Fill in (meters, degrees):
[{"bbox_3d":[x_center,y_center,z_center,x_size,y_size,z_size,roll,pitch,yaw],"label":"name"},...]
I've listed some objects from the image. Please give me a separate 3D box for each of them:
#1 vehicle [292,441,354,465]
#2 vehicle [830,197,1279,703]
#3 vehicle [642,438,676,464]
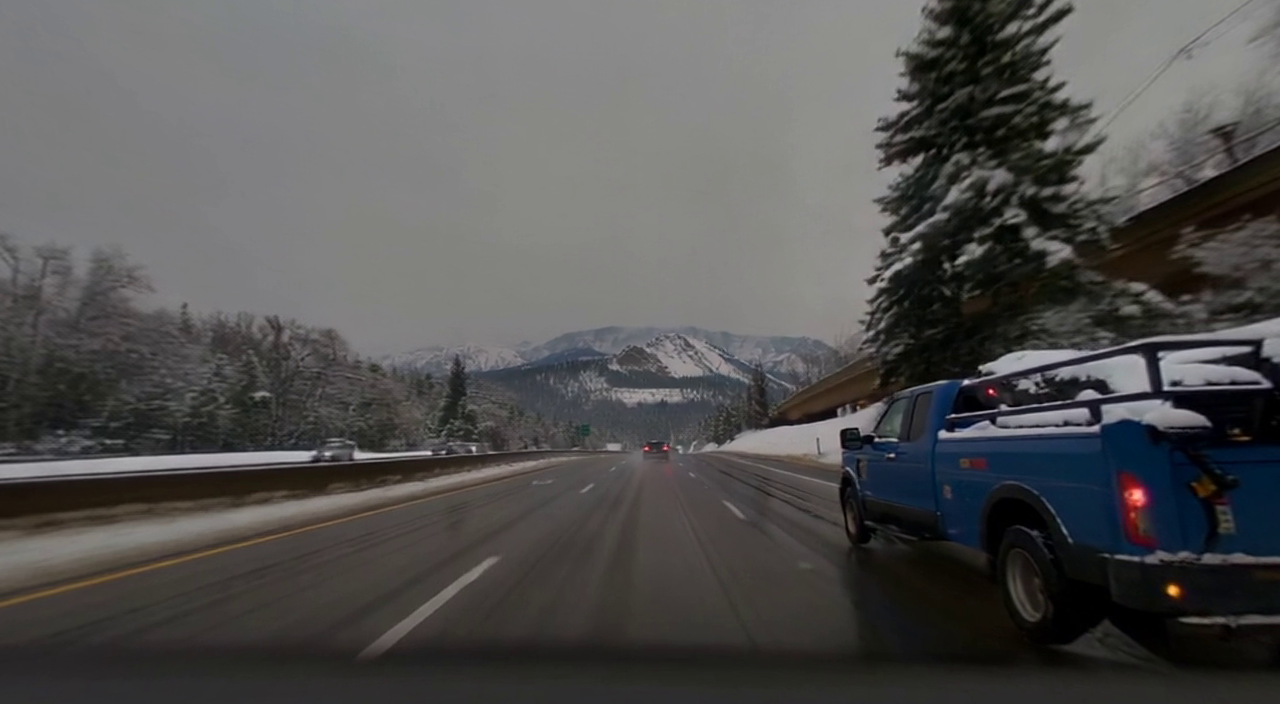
[{"bbox_3d":[-25.082,8.015,49.886,2.176,1.793,4.917,-1,-9,3],"label":"vehicle"},{"bbox_3d":[3.759,0.891,4.877,2.538,2.228,6.370,0,-9,0],"label":"vehicle"},{"bbox_3d":[1.148,6.385,40.489,2.034,1.549,4.147,0,-9,0],"label":"vehicle"}]
